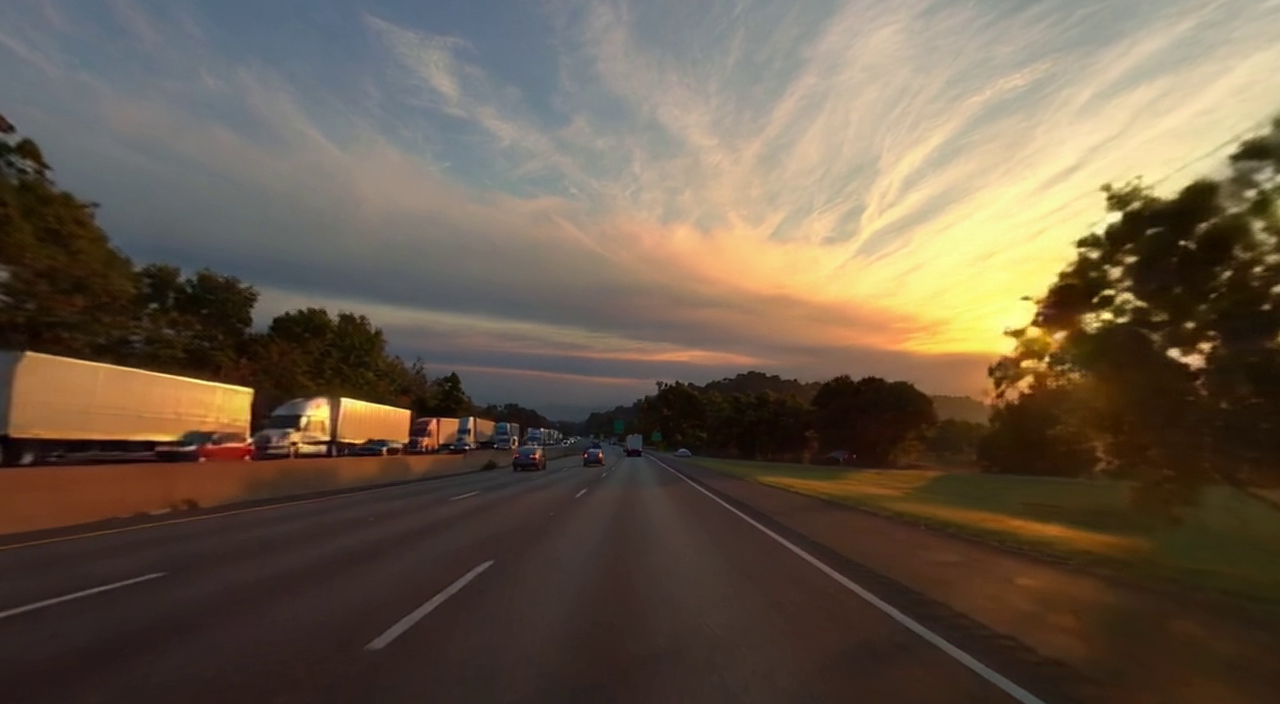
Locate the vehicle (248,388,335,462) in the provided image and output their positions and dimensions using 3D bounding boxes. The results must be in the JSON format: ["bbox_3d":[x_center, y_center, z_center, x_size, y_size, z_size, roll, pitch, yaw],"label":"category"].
[{"bbox_3d":[-18.483,3.920,33.616,2.963,3.801,2.502,0,-9,-1],"label":"vehicle"}]

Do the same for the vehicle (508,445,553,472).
[{"bbox_3d":[-7.297,7.148,42.595,2.122,1.685,4.714,0,-9,1],"label":"vehicle"}]

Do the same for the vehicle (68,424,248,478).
[{"bbox_3d":[-14.145,2.970,18.923,1.956,1.433,4.339,0,-9,0],"label":"vehicle"}]

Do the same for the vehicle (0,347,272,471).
[{"bbox_3d":[-18.965,2.519,23.962,2.703,3.565,11.849,0,-9,1],"label":"vehicle"}]

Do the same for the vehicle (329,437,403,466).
[{"bbox_3d":[-14.436,5.278,33.495,2.014,1.444,4.352,0,-9,0],"label":"vehicle"}]

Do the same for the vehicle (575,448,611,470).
[{"bbox_3d":[-3.201,7.465,43.978,2.076,1.453,4.094,0,-9,2],"label":"vehicle"}]
